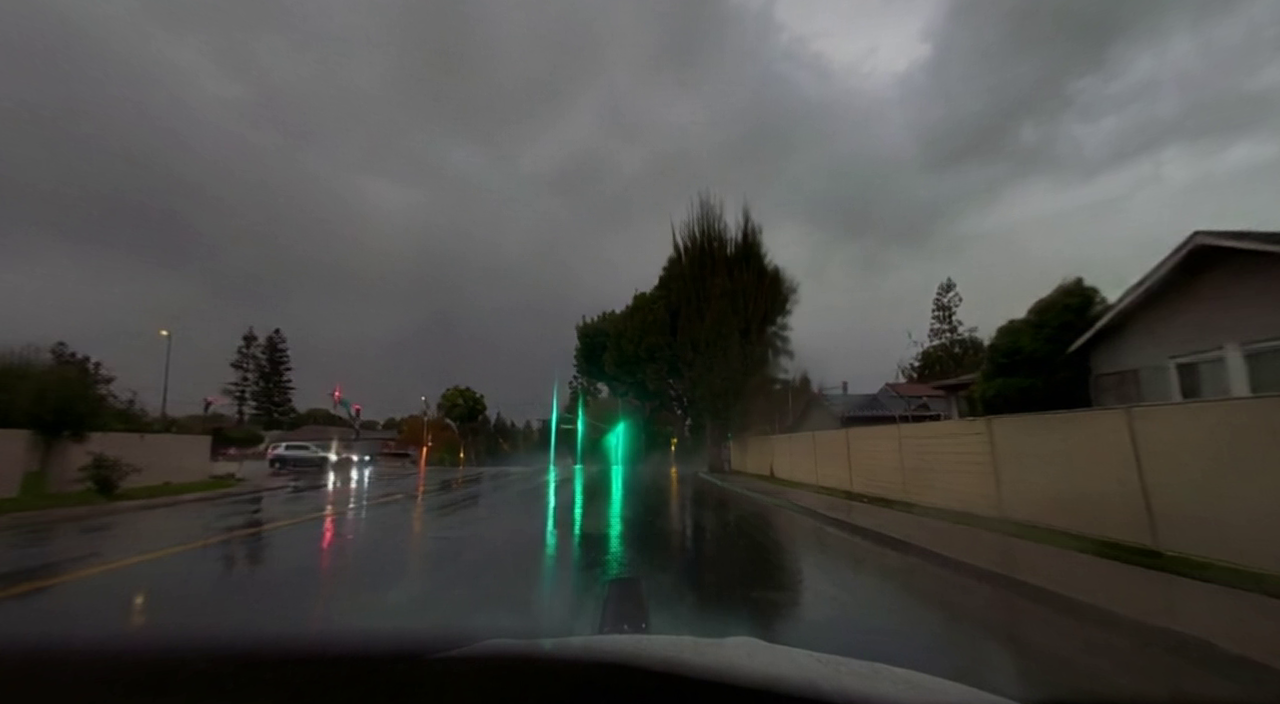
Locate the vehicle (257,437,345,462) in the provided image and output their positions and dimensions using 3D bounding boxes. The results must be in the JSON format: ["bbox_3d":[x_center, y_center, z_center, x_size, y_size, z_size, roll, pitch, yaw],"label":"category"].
[{"bbox_3d":[-24.728,7.114,46.186,5.107,1.749,2.254,0,-8,-6],"label":"vehicle"}]
